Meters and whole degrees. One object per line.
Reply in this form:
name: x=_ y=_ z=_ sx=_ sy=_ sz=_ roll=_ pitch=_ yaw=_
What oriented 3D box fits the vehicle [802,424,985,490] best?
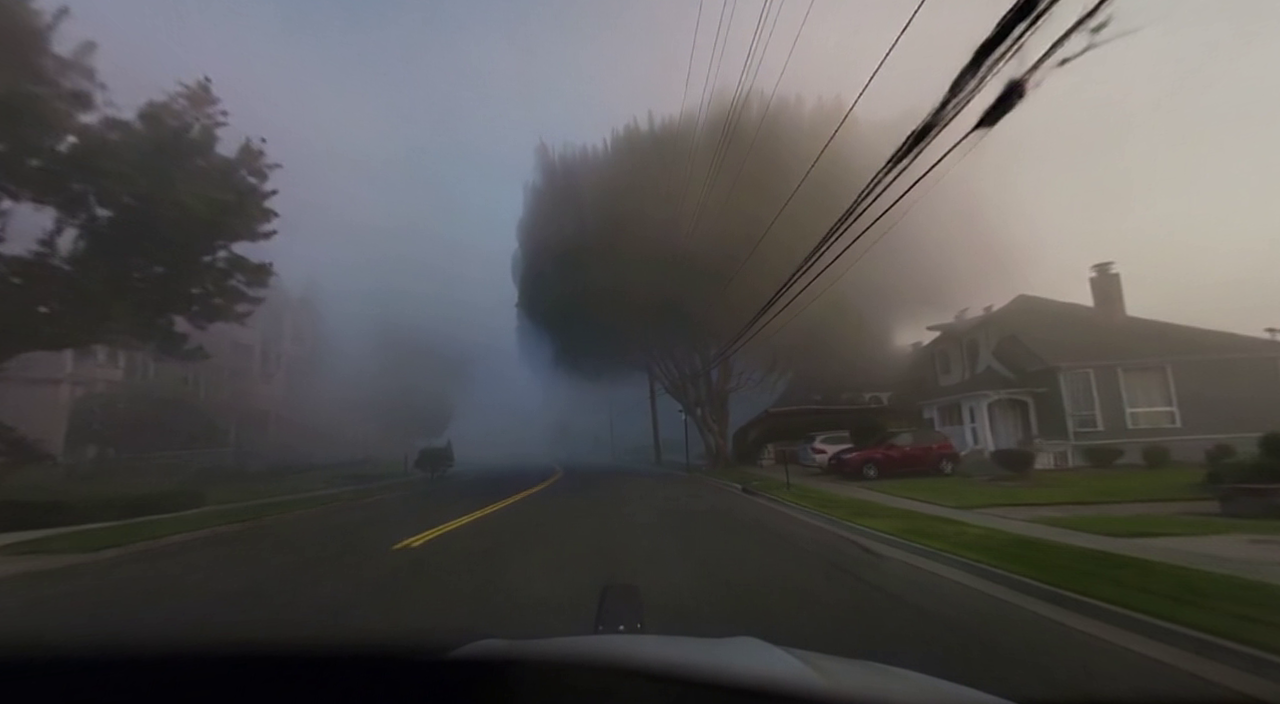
vehicle: x=7.292 y=3.064 z=18.533 sx=4.412 sy=1.565 sz=1.957 roll=-3 pitch=-9 yaw=-1

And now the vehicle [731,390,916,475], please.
vehicle: x=7.916 y=3.539 z=27.783 sx=7.115 sy=3.010 sz=2.378 roll=-4 pitch=-9 yaw=-6

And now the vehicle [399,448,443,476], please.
vehicle: x=-13.495 y=6.727 z=38.926 sx=2.390 sy=1.431 sz=4.253 roll=1 pitch=-8 yaw=-19
